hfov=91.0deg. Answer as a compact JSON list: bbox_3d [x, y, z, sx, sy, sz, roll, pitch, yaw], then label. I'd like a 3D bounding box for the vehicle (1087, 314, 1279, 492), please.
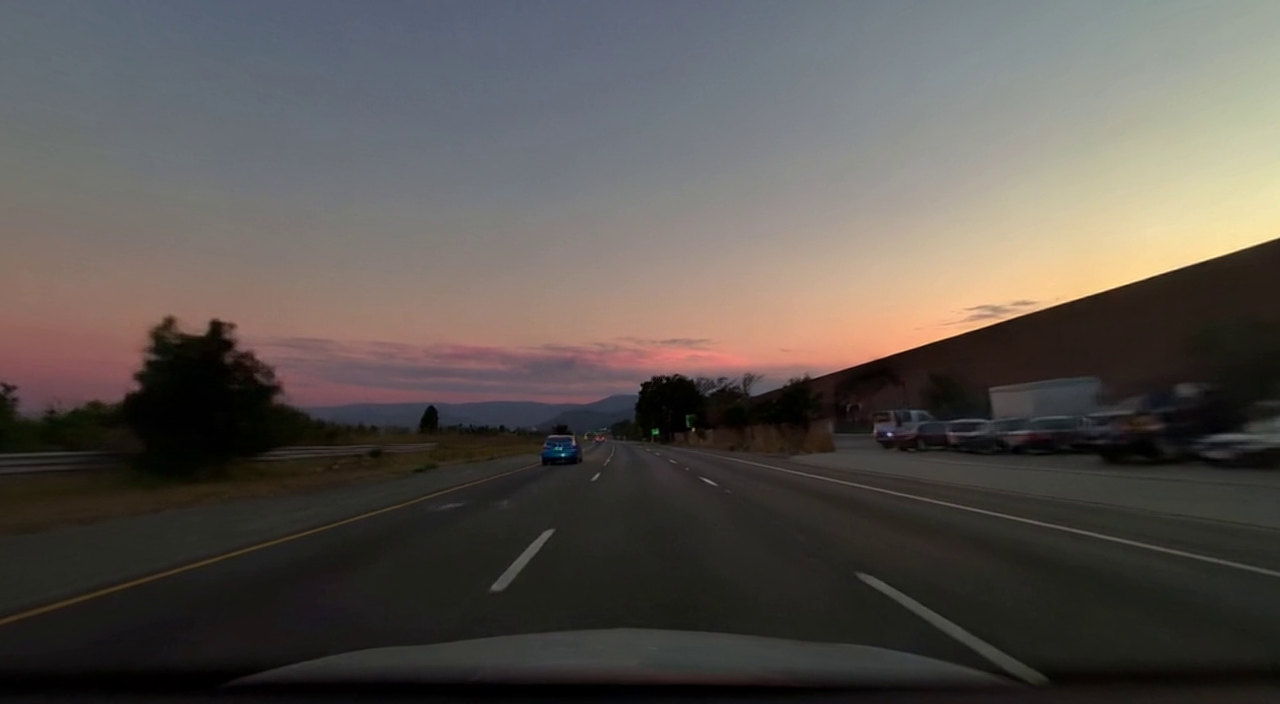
[{"bbox_3d":[17.248,1.224,15.180,3.854,4.214,13.934,-1,-8,6],"label":"vehicle"}]

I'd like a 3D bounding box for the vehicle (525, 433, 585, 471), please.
[{"bbox_3d":[-3.880,4.661,29.508,2.206,1.604,4.374,0,-8,0],"label":"vehicle"}]

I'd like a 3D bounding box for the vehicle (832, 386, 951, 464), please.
[{"bbox_3d":[16.072,4.786,41.391,2.935,4.242,10.799,4,-7,-3],"label":"vehicle"}]

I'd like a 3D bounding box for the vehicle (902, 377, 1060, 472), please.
[{"bbox_3d":[16.940,3.617,32.183,2.909,4.017,8.582,3,-6,-4],"label":"vehicle"}]
